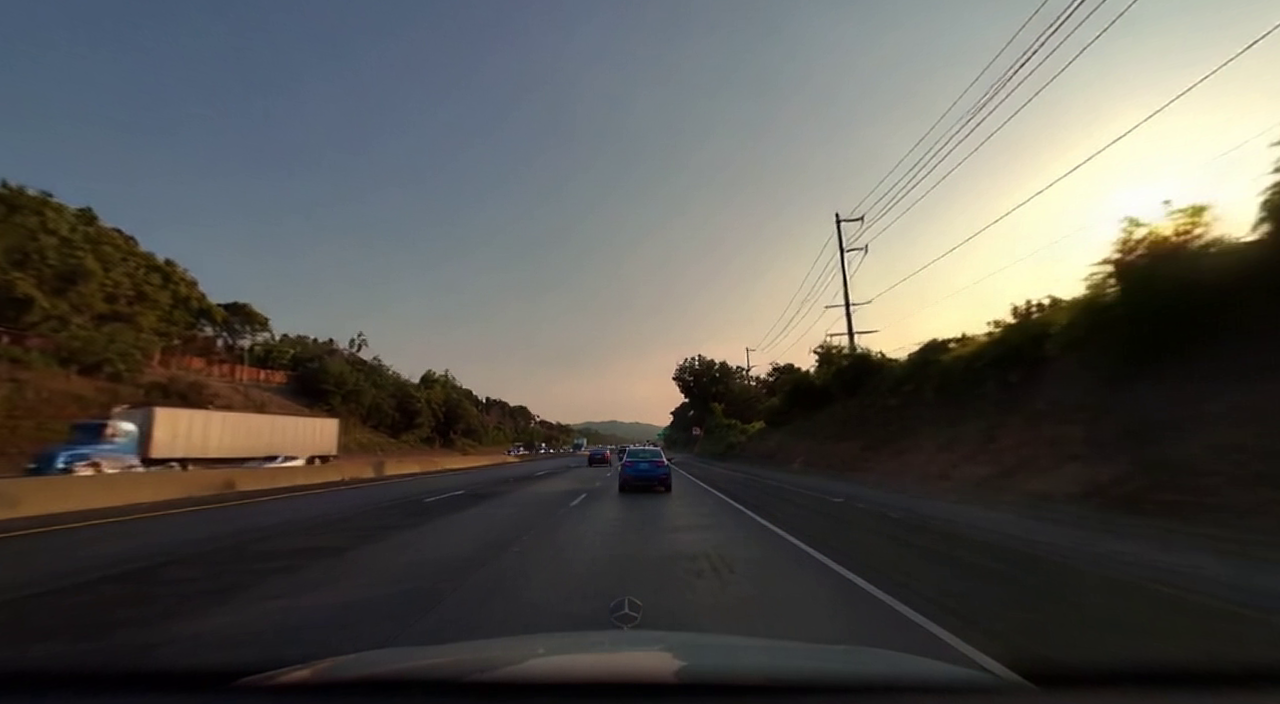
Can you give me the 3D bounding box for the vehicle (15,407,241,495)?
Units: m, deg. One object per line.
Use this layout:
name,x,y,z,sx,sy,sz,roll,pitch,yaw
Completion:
vehicle,-23.984,4.789,30.578,2.966,3.582,9.355,0,-9,0

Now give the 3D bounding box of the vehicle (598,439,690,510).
vehicle,0.077,2.969,15.703,1.966,1.499,4.298,0,-9,0

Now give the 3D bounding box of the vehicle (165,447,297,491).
vehicle,-15.731,4.496,24.612,1.985,1.504,4.648,0,-9,1
